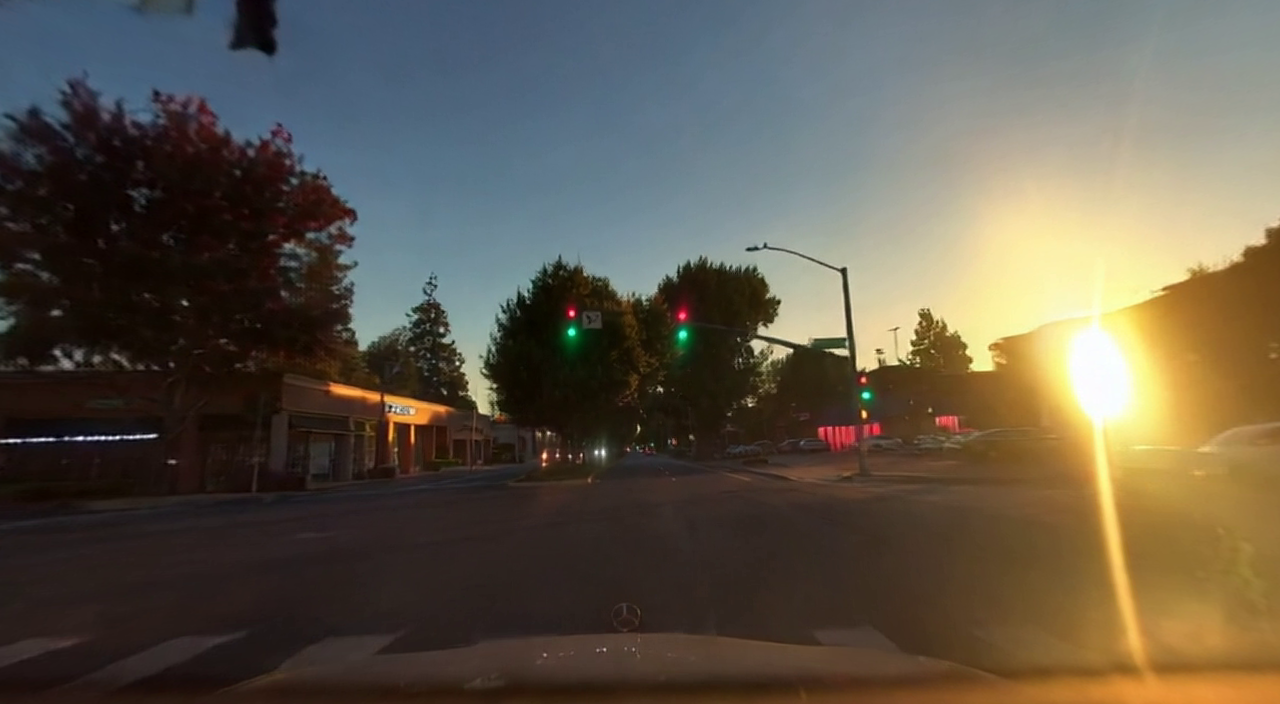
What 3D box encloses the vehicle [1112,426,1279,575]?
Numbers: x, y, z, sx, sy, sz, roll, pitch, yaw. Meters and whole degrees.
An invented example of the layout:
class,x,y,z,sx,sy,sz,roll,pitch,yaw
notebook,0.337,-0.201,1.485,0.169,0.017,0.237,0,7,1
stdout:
class,x,y,z,sx,sy,sz,roll,pitch,yaw
vehicle,7.982,1.736,8.010,4.610,1.470,2.064,7,-11,-40
